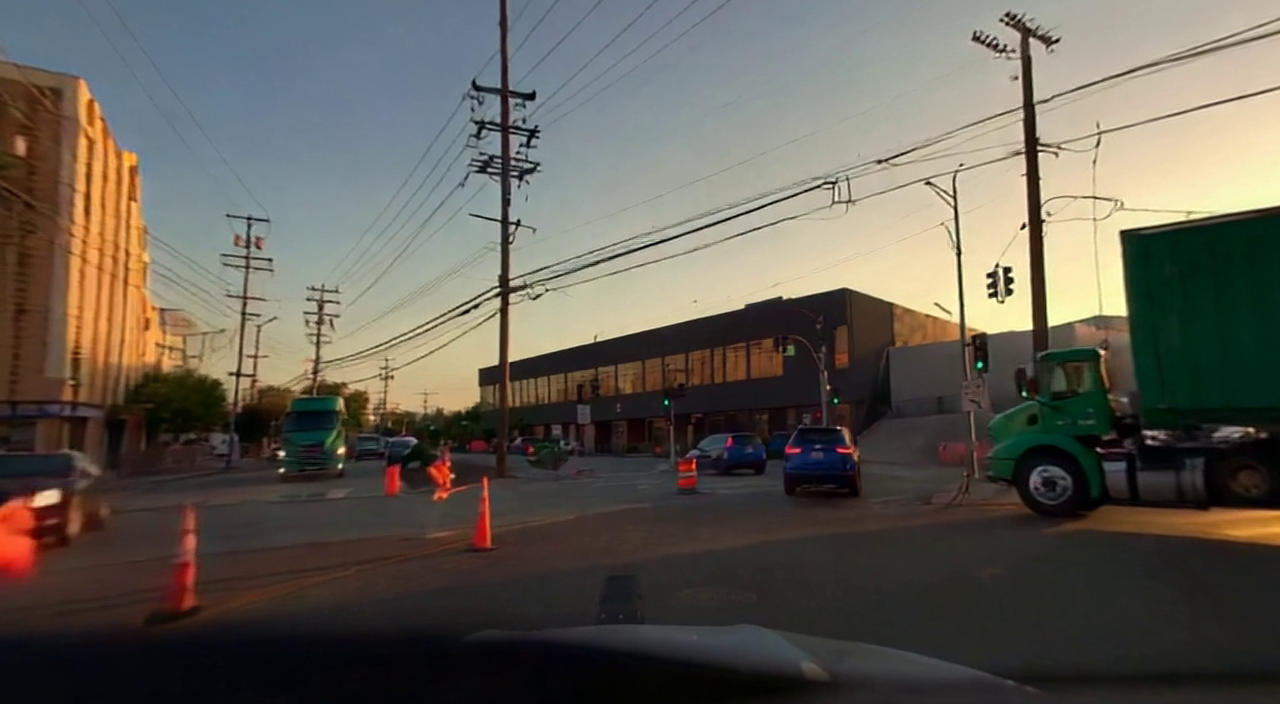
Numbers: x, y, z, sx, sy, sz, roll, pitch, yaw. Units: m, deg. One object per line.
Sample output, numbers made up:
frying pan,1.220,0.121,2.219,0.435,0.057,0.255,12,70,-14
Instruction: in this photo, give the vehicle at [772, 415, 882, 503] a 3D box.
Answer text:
vehicle,4.982,2.657,16.295,2.256,1.859,5.118,-3,-8,20

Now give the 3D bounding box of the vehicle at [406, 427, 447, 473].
vehicle,-13.045,5.958,38.775,1.959,2.654,4.078,2,-8,-14

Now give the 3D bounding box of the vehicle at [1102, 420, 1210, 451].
vehicle,29.520,4.796,36.237,1.937,1.688,4.382,7,-10,-41

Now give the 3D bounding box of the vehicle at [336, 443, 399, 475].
vehicle,-16.183,6.356,37.790,2.509,1.731,4.549,1,-8,-11

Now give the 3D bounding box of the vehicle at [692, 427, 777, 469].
vehicle,4.628,4.820,31.991,2.206,1.911,5.548,2,-8,-15

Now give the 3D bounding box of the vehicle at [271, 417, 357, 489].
vehicle,-13.381,4.141,26.179,2.185,2.644,3.306,-2,-8,-9
